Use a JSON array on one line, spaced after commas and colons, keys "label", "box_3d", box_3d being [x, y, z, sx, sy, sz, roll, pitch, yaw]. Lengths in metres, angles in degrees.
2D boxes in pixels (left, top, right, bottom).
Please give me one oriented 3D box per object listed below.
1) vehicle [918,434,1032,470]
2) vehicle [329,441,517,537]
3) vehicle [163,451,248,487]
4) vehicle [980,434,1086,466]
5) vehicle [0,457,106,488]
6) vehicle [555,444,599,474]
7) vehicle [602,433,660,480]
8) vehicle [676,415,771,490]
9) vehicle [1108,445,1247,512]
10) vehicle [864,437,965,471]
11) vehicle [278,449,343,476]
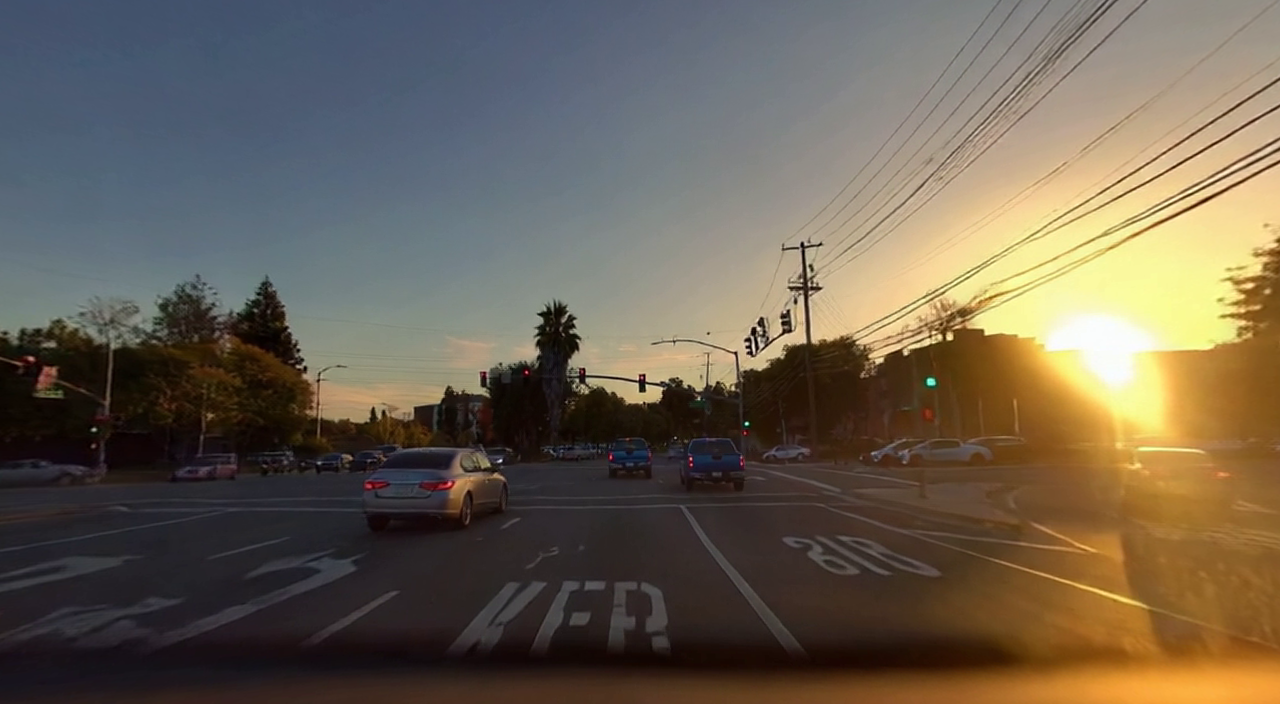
[{"label": "vehicle", "box_3d": [17.239, 5.172, 32.606, 4.782, 1.768, 2.152, 2, -10, -11]}, {"label": "vehicle", "box_3d": [-3.873, 2.514, 12.268, 1.939, 1.494, 4.499, 0, -9, 1]}, {"label": "vehicle", "box_3d": [-20.467, 5.430, 29.714, 4.214, 1.557, 2.016, -7, -11, 38]}, {"label": "vehicle", "box_3d": [22.805, 5.730, 36.735, 4.882, 1.777, 2.103, 2, -10, -9]}, {"label": "vehicle", "box_3d": [-30.226, 6.102, 32.262, 4.675, 1.471, 2.076, -2, -9, 14]}, {"label": "vehicle", "box_3d": [-3.943, 6.831, 40.571, 2.273, 1.749, 4.385, 0, -9, 2]}, {"label": "vehicle", "box_3d": [-0.332, 5.274, 32.099, 2.643, 2.145, 5.585, 0, -9, 2]}, {"label": "vehicle", "box_3d": [3.140, 4.079, 25.820, 2.905, 2.636, 6.895, 0, -9, 0]}, {"label": "vehicle", "box_3d": [13.573, 3.136, 16.250, 2.212, 1.466, 4.126, -6, -11, 34]}, {"label": "vehicle", "box_3d": [15.271, 5.705, 35.242, 4.681, 1.756, 2.109, 2, -10, -9]}, {"label": "vehicle", "box_3d": [-24.649, 8.273, 47.468, 2.224, 1.759, 4.994, -3, -9, 0]}]
